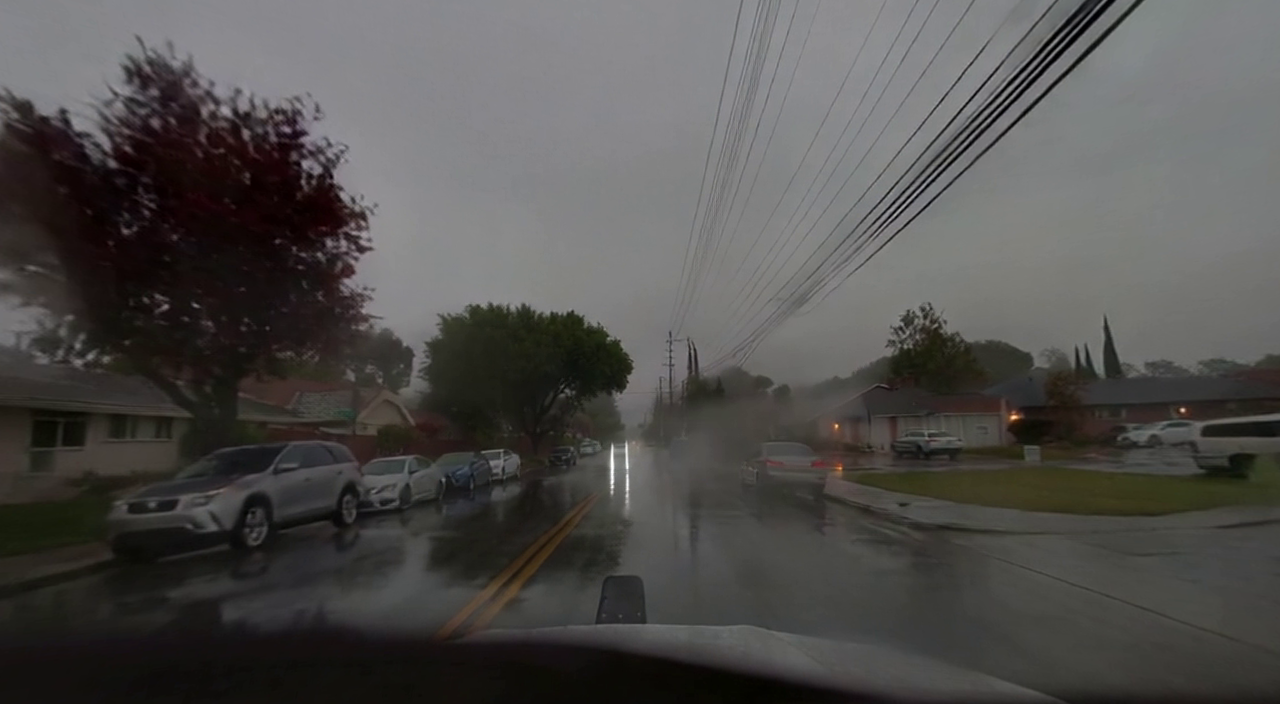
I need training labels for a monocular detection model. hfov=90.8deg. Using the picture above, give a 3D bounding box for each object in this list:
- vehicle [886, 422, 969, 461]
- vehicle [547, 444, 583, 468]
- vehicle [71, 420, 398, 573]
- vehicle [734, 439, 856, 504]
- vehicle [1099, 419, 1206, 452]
[{"bbox_3d":[13.764,4.373,30.611,2.039,1.712,4.766,-1,-9,4],"label":"vehicle"},{"bbox_3d":[-5.543,7.769,47.280,2.055,1.666,4.168,-2,-9,2],"label":"vehicle"},{"bbox_3d":[-6.171,2.230,10.663,2.192,1.873,4.985,-2,-9,0],"label":"vehicle"},{"bbox_3d":[3.991,3.159,17.227,2.108,1.493,4.878,0,-9,0],"label":"vehicle"},{"bbox_3d":[24.614,4.077,30.604,1.796,1.471,4.679,-1,-9,8],"label":"vehicle"}]
